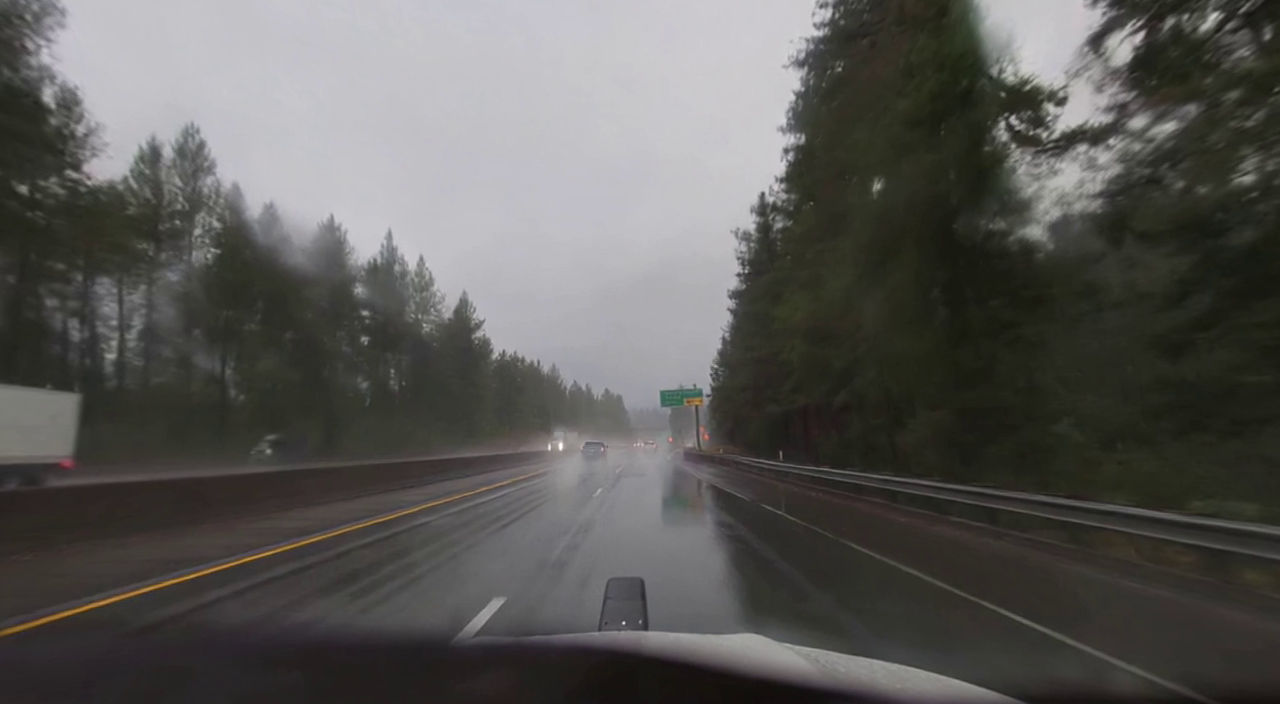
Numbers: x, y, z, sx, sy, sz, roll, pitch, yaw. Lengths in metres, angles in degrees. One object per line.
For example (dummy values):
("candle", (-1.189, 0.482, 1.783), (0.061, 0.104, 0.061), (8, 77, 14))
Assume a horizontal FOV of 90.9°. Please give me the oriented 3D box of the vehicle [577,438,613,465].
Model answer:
("vehicle", (-3.079, 6.954, 44.102), (2.129, 1.742, 4.217), (0, -8, 1))
